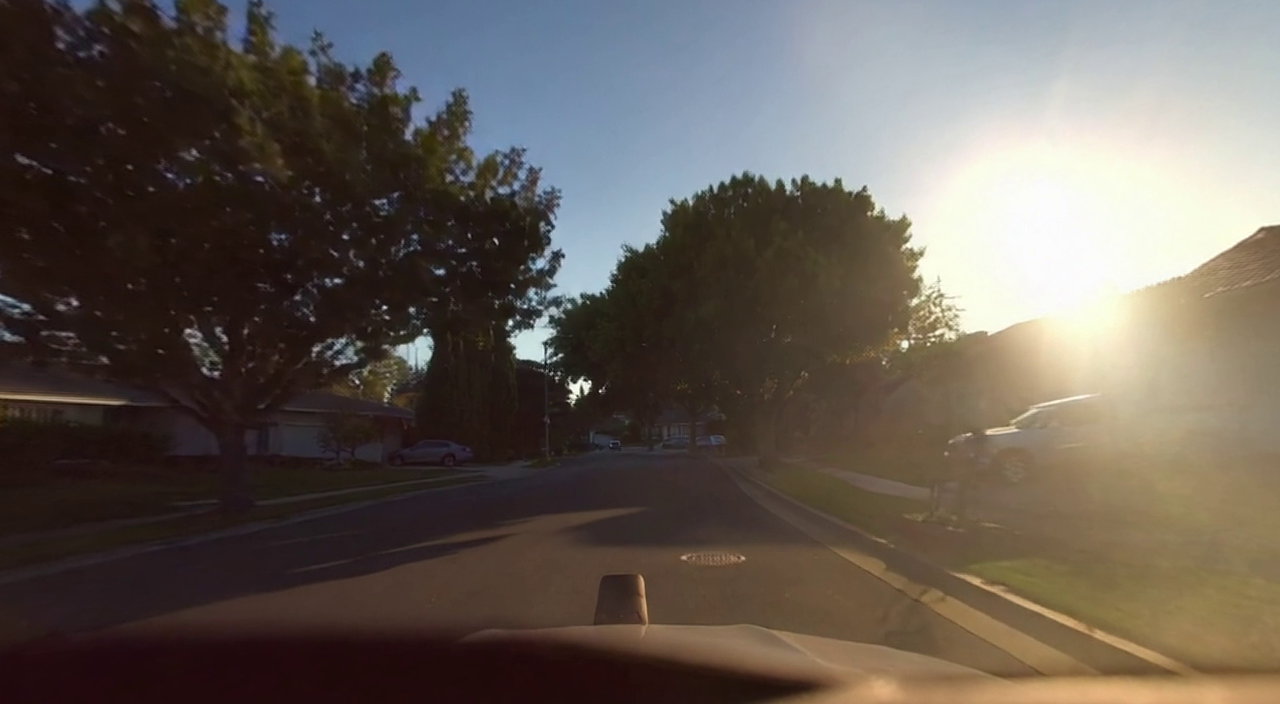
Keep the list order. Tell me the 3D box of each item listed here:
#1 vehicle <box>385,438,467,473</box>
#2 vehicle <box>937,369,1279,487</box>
[{"bbox_3d":[-12.799,6.195,38.117,2.315,1.835,5.045,-5,-9,13],"label":"vehicle"},{"bbox_3d":[10.071,1.653,13.523,6.053,2.240,2.582,-1,-8,2],"label":"vehicle"}]
